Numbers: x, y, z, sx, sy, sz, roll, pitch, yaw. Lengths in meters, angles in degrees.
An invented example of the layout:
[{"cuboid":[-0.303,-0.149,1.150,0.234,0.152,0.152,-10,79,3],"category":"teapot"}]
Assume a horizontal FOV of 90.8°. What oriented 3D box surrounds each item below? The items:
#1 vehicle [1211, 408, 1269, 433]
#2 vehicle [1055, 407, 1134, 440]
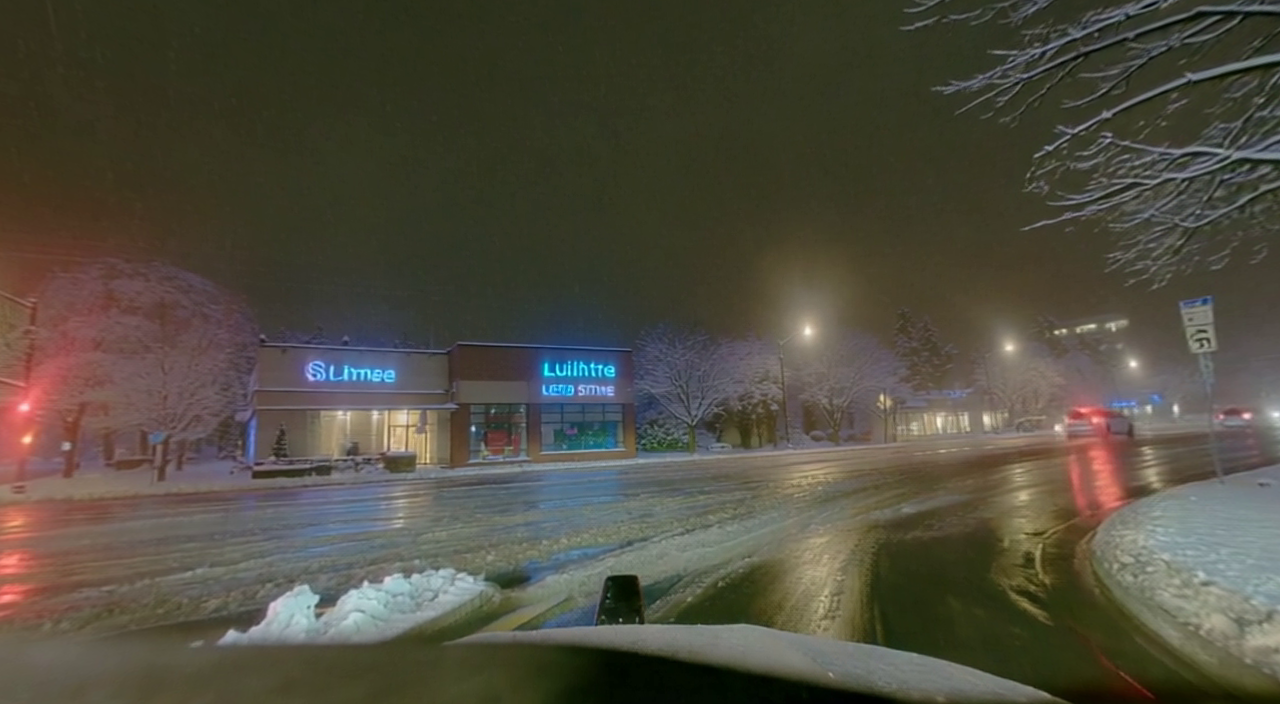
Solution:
[{"cuboid":[42.330,4.854,44.554,4.377,1.624,1.953,6,-10,-34],"category":"vehicle"},{"cuboid":[27.054,4.311,37.567,4.689,1.758,2.146,6,-10,-34],"category":"vehicle"}]
